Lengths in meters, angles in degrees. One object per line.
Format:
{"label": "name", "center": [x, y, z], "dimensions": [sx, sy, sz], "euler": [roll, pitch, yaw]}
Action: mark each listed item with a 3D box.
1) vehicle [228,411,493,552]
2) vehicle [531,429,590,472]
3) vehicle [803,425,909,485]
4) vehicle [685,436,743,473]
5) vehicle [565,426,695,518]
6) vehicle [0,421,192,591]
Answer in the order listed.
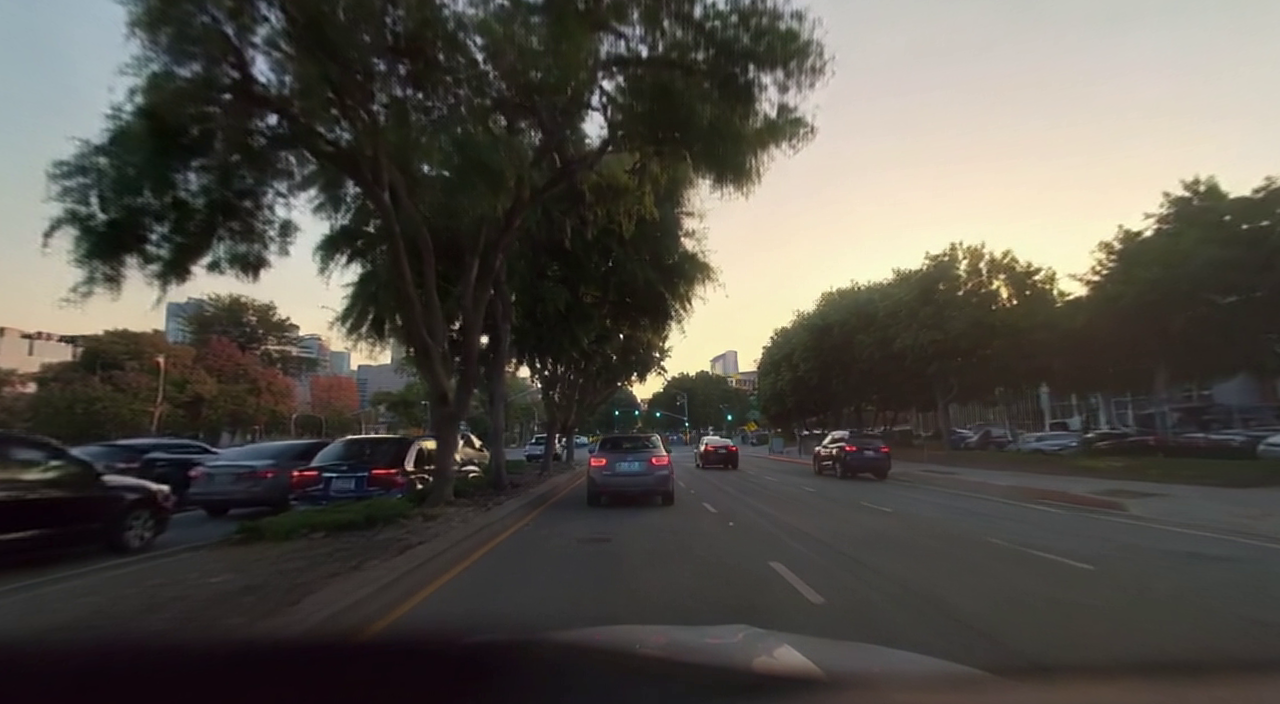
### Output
{"label": "vehicle", "center": [-3.779, 1.837, 9.622], "dimensions": [2.009, 1.619, 4.376], "euler": [0, -9, 0]}
{"label": "vehicle", "center": [-3.591, 4.583, 29.529], "dimensions": [2.154, 1.801, 5.015], "euler": [0, -8, -1]}
{"label": "vehicle", "center": [6.795, 3.290, 20.379], "dimensions": [1.889, 1.681, 4.120], "euler": [0, -9, -1]}
{"label": "vehicle", "center": [3.157, 4.478, 27.868], "dimensions": [1.905, 1.473, 4.183], "euler": [0, -9, -2]}
{"label": "vehicle", "center": [-0.203, 2.314, 12.682], "dimensions": [2.161, 1.501, 4.184], "euler": [0, -9, -1]}
{"label": "vehicle", "center": [-6.700, 1.430, 5.929], "dimensions": [1.835, 1.516, 4.423], "euler": [0, -9, -2]}
